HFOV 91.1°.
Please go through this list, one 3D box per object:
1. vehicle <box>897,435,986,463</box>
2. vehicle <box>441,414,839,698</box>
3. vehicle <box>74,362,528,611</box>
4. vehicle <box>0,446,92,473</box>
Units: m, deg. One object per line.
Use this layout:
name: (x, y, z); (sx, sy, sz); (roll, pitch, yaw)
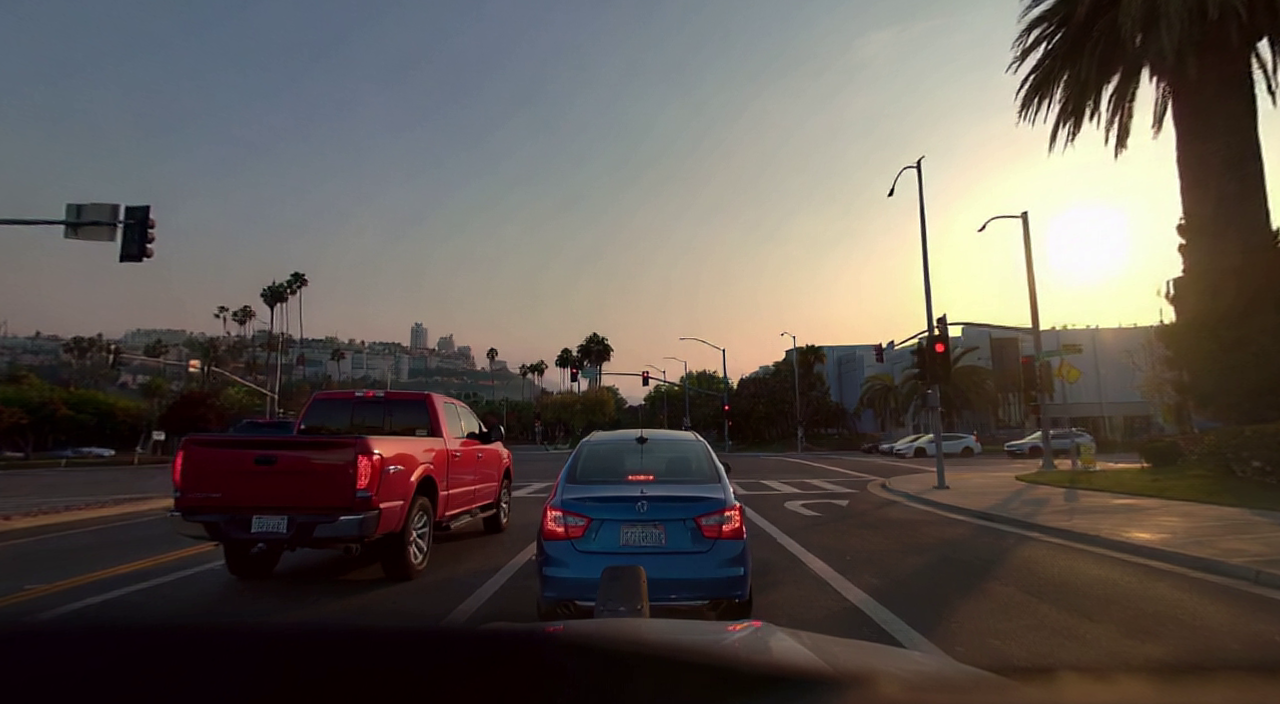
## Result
vehicle: (18.804, 6.078, 39.292); (4.466, 1.717, 1.963); (0, -8, 2)
vehicle: (0.028, 1.401, 5.506); (2.122, 1.501, 4.152); (0, -8, 1)
vehicle: (-3.233, 1.480, 7.907); (2.330, 1.969, 5.626); (-1, -8, 3)
vehicle: (-37.116, 6.630, 38.857); (4.576, 1.617, 1.937); (0, -8, 2)
